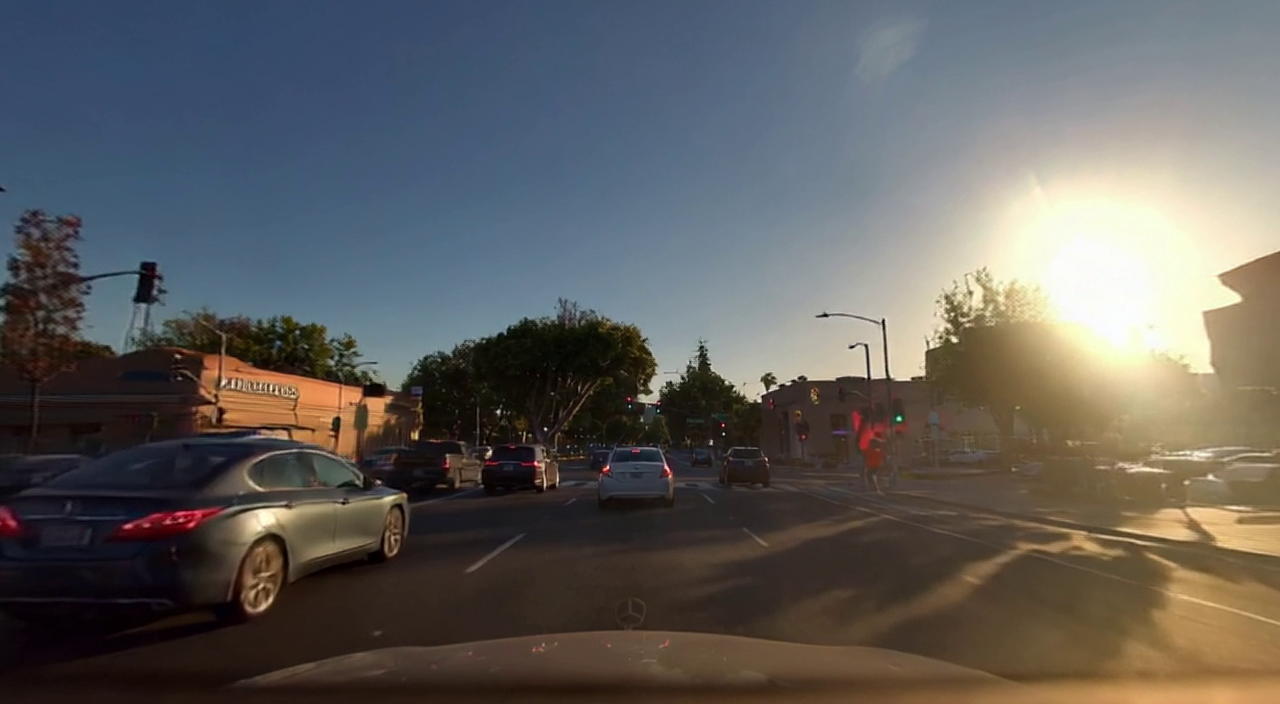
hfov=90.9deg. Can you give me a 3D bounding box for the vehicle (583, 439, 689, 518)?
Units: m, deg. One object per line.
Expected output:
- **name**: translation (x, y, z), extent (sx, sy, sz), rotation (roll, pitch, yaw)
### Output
- **vehicle**: translation (-0.069, 2.848, 14.696), extent (2.121, 1.563, 4.031), rotation (0, -9, 0)

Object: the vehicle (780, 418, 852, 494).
- **vehicle**: translation (8.358, 4.937, 30.196), extent (2.613, 3.281, 2.673), rotation (4, -9, 0)

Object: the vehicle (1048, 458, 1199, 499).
- **vehicle**: translation (19.163, 5.016, 25.162), extent (4.367, 1.475, 1.815), rotation (-1, -9, 7)

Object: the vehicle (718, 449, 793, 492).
- **vehicle**: translation (4.262, 4.444, 24.033), extent (1.979, 1.485, 4.207), rotation (0, -9, -1)

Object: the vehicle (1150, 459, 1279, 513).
- **vehicle**: translation (19.310, 4.198, 19.995), extent (4.379, 1.558, 2.033), rotation (0, -9, 2)

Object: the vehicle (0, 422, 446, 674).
- **vehicle**: translation (-3.676, 1.538, 6.191), extent (1.992, 1.493, 4.688), rotation (0, -9, 1)

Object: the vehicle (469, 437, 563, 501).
- **vehicle**: translation (-3.613, 3.479, 19.089), extent (1.983, 1.685, 3.997), rotation (0, -9, 0)
